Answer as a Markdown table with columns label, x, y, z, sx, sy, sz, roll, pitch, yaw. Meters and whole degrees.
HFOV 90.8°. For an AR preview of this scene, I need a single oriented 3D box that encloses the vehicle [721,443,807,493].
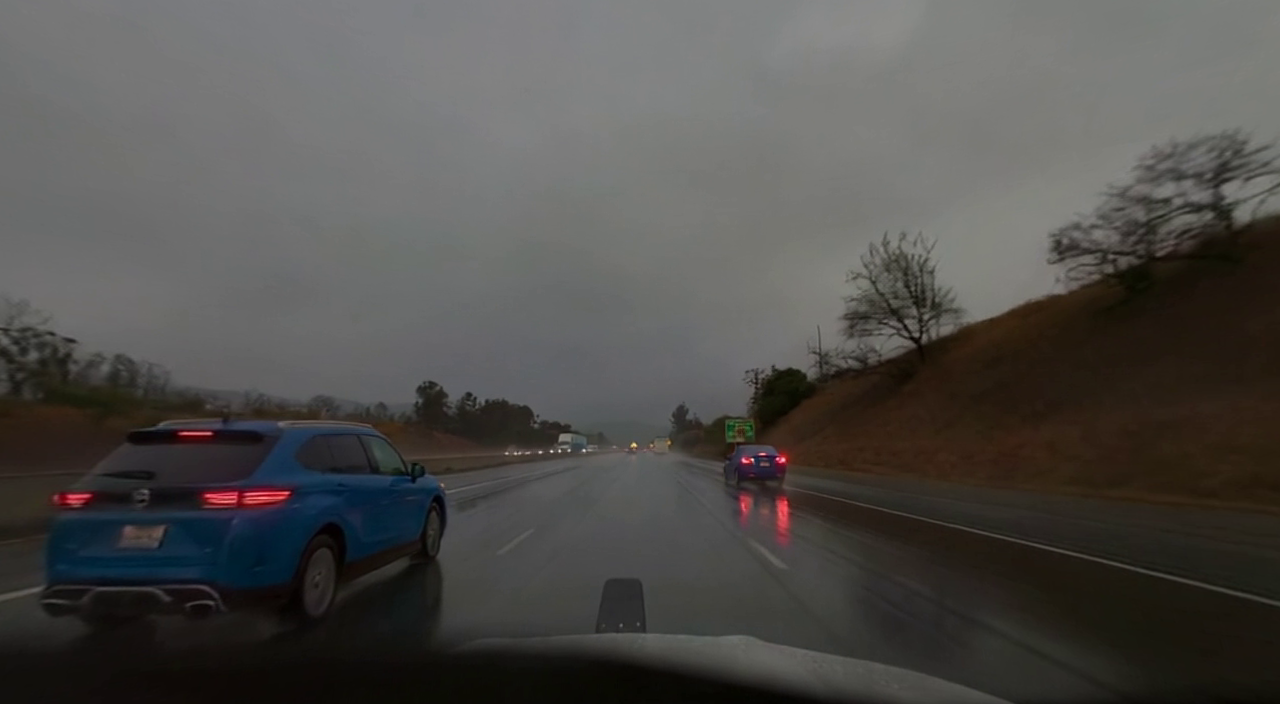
| label | x | y | z | sx | sy | sz | roll | pitch | yaw |
| --- | --- | --- | --- | --- | --- | --- | --- | --- | --- |
| vehicle | 3.951 | 3.752 | 20.757 | 1.967 | 1.472 | 3.751 | 0 | -9 | -1 |

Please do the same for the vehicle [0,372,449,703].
| label | x | y | z | sx | sy | sz | roll | pitch | yaw |
| --- | --- | --- | --- | --- | --- | --- | --- | --- | --- |
| vehicle | -3.335 | 1.278 | 4.956 | 2.277 | 1.695 | 4.475 | 0 | -9 | 0 |
